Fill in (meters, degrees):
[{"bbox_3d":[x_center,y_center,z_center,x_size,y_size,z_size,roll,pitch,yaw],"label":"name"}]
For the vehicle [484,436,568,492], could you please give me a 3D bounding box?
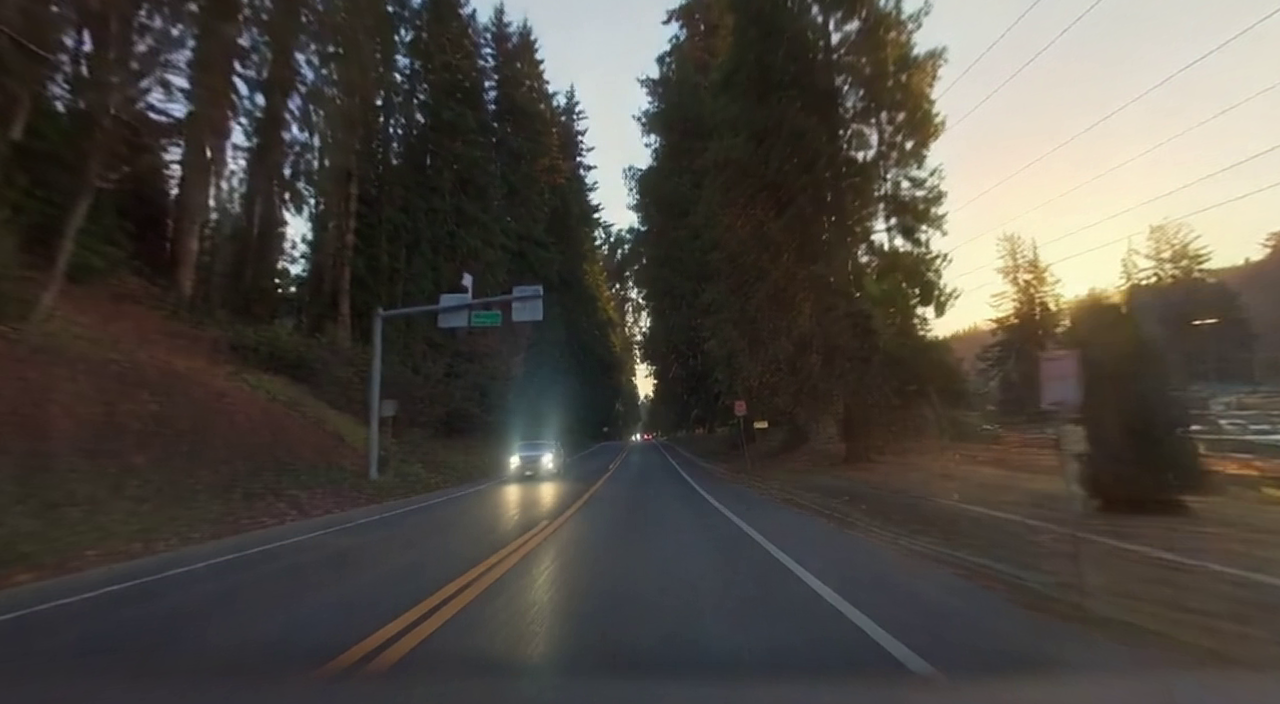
[{"bbox_3d":[-3.776,3.779,21.656,2.074,1.679,4.293,0,-8,0],"label":"vehicle"}]
